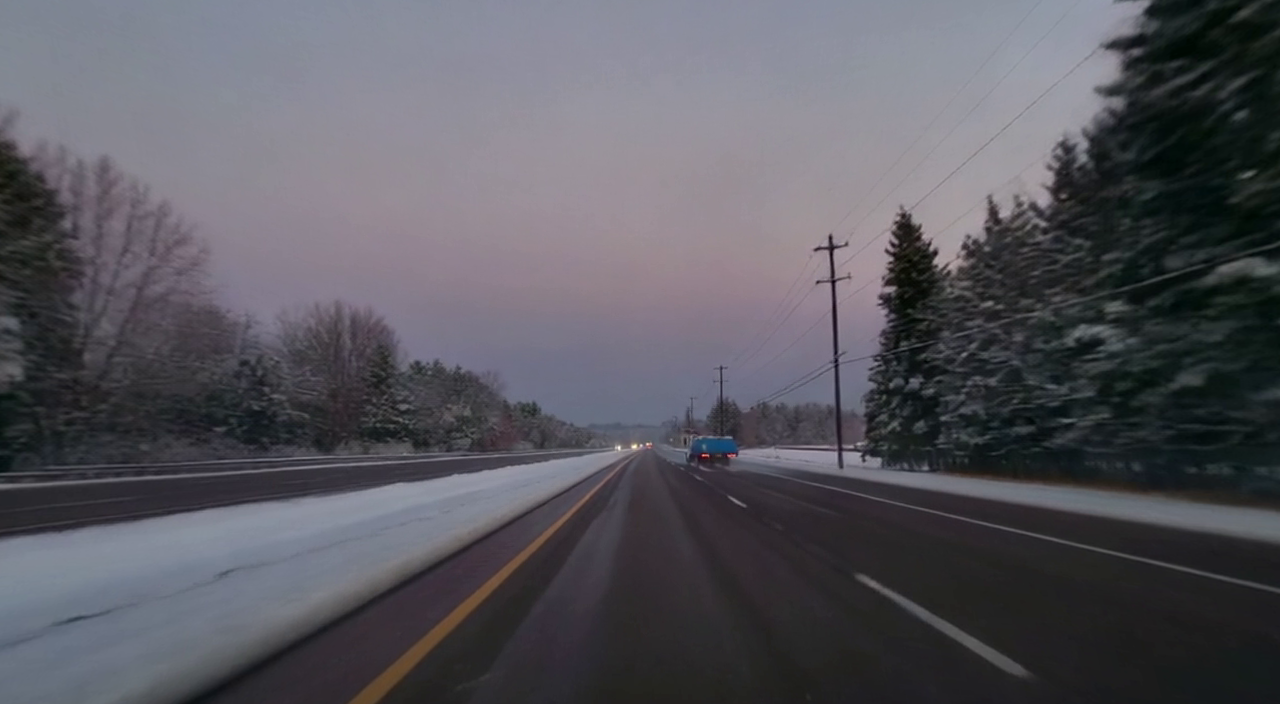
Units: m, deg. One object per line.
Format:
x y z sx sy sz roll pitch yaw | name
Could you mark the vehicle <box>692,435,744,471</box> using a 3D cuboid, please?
4.278 5.685 35.458 2.228 1.852 5.449 0 -9 0 | vehicle
